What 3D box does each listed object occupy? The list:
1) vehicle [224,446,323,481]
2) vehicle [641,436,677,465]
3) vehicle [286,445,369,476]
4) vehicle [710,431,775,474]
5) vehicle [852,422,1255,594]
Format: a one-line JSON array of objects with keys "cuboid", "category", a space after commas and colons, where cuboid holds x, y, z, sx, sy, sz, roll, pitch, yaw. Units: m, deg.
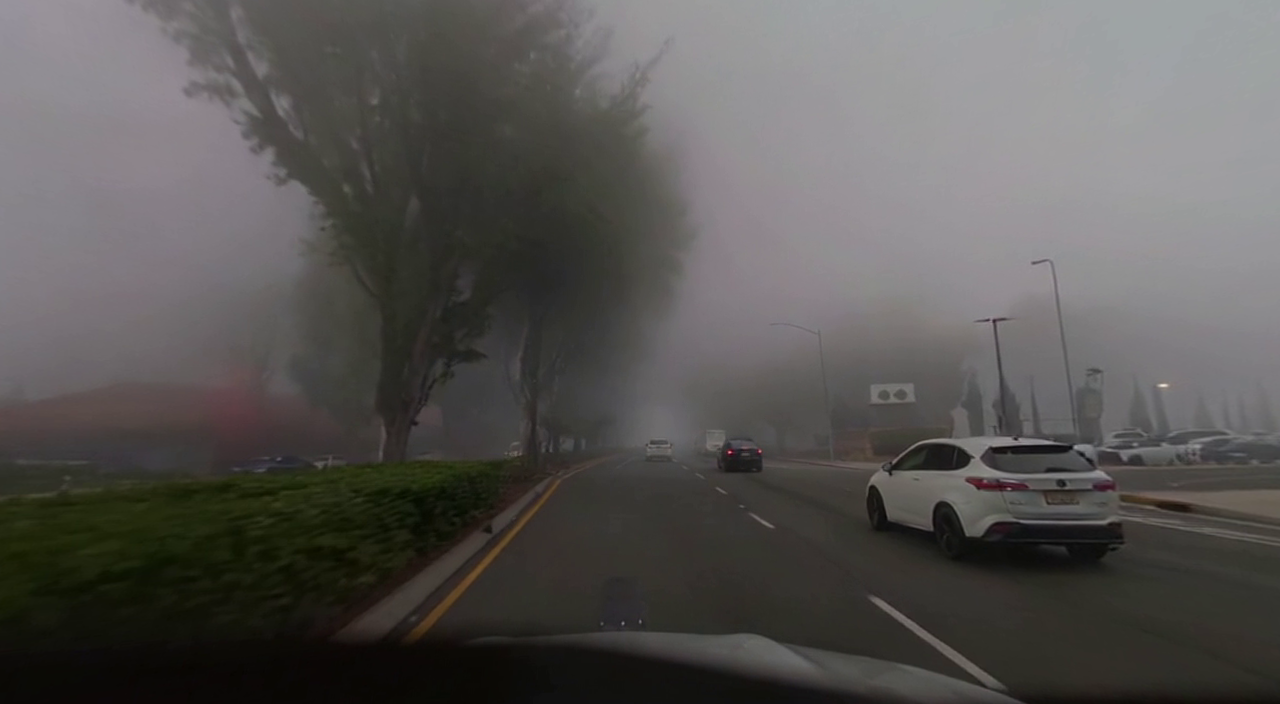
[{"cuboid": [-18.376, 5.579, 31.812, 1.947, 1.580, 4.857, 0, -8, 2], "category": "vehicle"}, {"cuboid": [1.156, 6.047, 38.753, 2.098, 1.682, 3.778, 0, -8, 1], "category": "vehicle"}, {"cuboid": [-18.223, 6.330, 36.936, 2.311, 1.615, 4.868, 0, -8, 1], "category": "vehicle"}, {"cuboid": [4.357, 4.348, 27.289, 2.115, 1.692, 4.189, 0, -8, 0], "category": "vehicle"}, {"cuboid": [4.332, 1.676, 7.710, 1.908, 1.463, 4.506, 0, -8, 1], "category": "vehicle"}]
